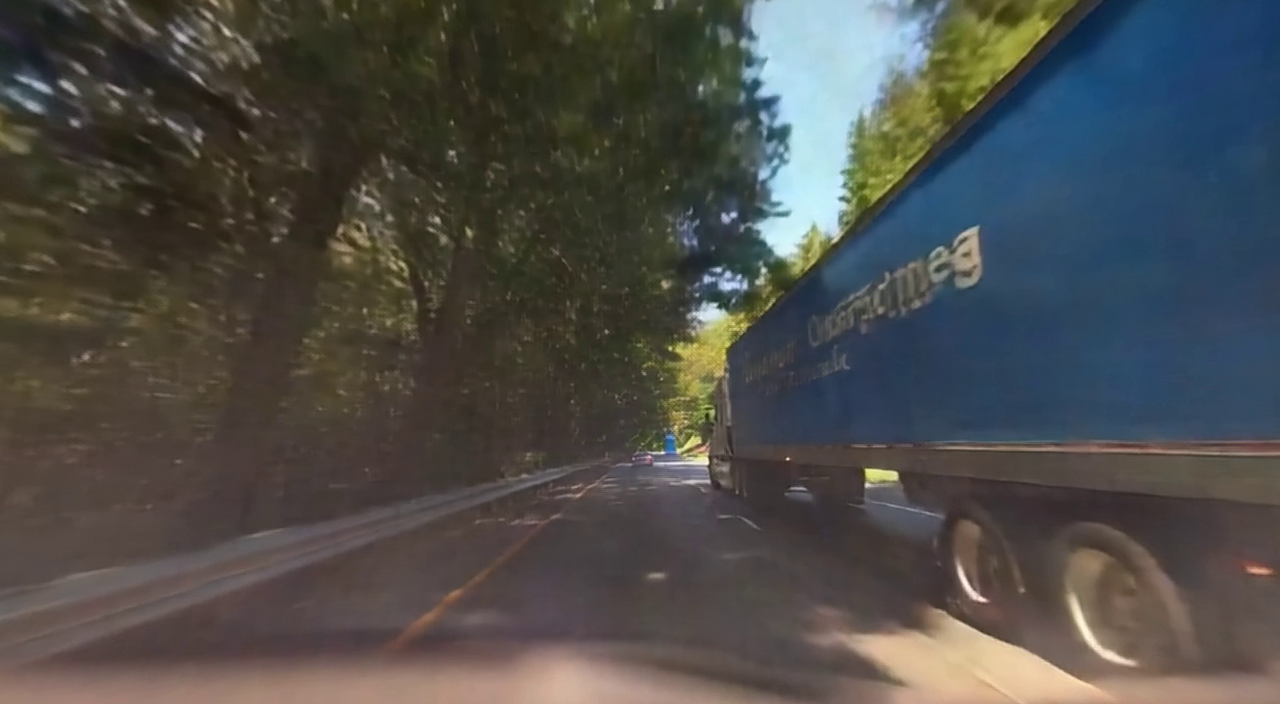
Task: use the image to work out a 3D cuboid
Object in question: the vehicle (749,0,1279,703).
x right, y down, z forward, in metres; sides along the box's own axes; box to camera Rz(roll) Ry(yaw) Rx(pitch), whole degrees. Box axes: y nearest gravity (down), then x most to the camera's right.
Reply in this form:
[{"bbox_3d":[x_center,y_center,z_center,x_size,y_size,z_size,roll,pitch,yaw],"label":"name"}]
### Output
[{"bbox_3d":[3.861,0.352,6.810,3.440,4.090,11.380,-1,-9,1],"label":"vehicle"}]
